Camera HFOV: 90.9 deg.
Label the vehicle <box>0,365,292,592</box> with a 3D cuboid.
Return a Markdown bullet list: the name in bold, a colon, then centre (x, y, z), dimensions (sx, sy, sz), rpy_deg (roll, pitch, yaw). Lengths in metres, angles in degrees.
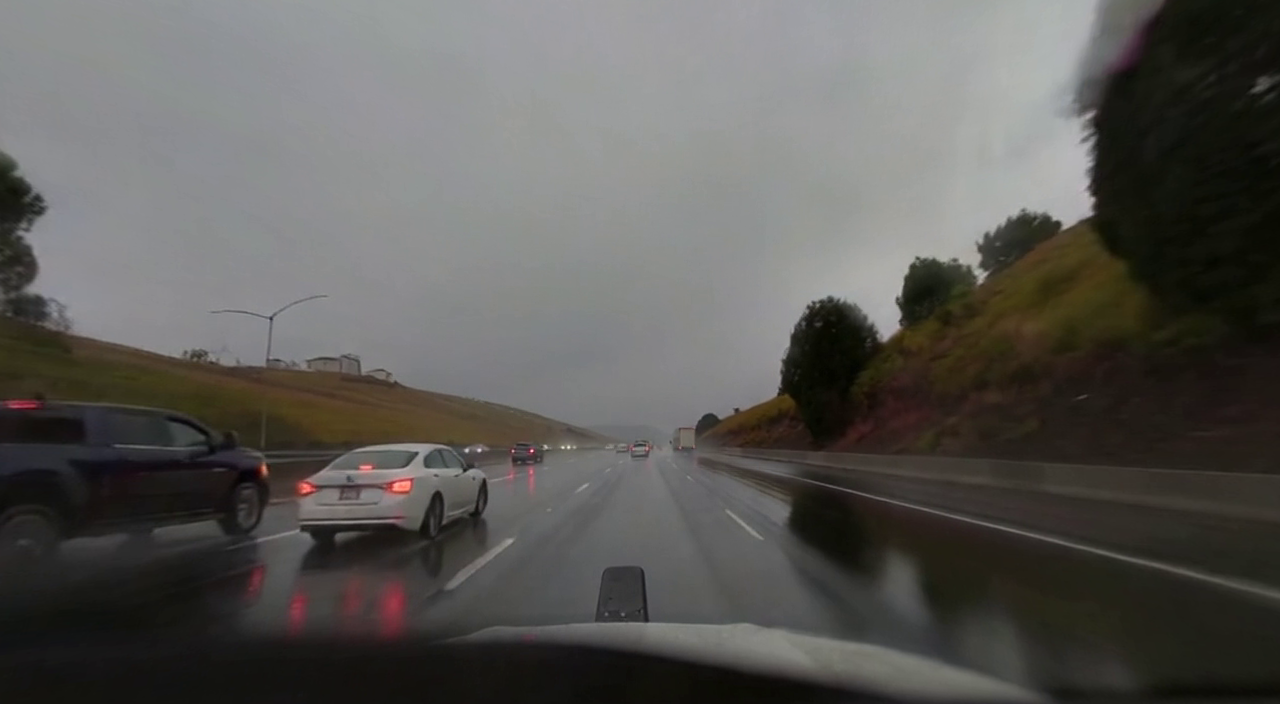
- **vehicle**: centre (-7.128, 1.379, 7.267), dimensions (2.589, 2.063, 6.206), rpy_deg (0, -8, 1)

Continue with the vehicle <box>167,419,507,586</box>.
- **vehicle**: centre (-3.334, 1.744, 8.242), dimensions (2.091, 1.552, 4.516), rpy_deg (0, -8, 2)

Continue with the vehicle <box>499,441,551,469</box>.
- **vehicle**: centre (-6.667, 6.028, 37.089), dimensions (2.047, 1.532, 4.980), rpy_deg (0, -8, 1)
